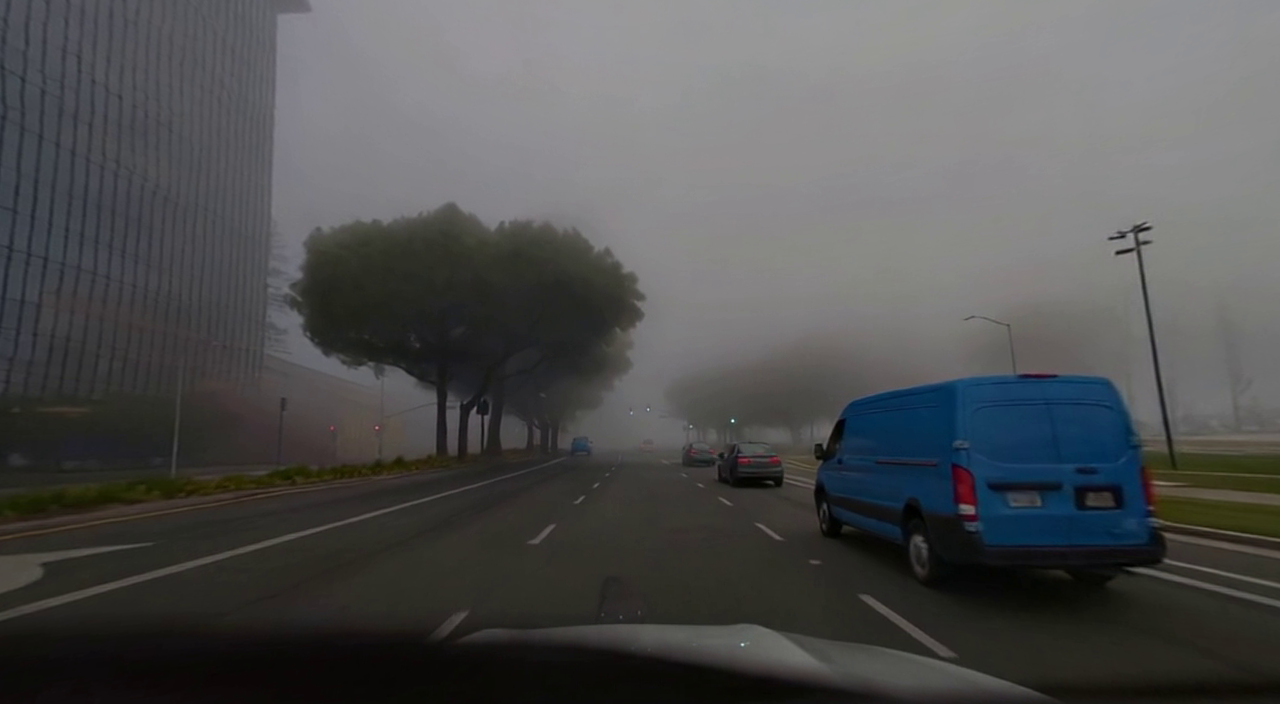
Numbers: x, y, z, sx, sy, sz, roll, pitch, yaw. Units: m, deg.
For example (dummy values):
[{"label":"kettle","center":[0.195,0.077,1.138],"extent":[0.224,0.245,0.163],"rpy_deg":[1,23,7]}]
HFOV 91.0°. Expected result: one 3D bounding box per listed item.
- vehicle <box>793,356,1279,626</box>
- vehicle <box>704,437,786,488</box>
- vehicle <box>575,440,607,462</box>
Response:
[{"label":"vehicle","center":[3.528,1.359,7.134],"extent":[2.200,1.914,5.145],"rpy_deg":[0,-8,-1]},{"label":"vehicle","center":[3.304,3.554,20.594],"extent":[1.867,1.493,4.190],"rpy_deg":[0,-8,-2]},{"label":"vehicle","center":[-3.475,7.123,45.496],"extent":[1.864,1.464,4.195],"rpy_deg":[0,-8,1]}]
